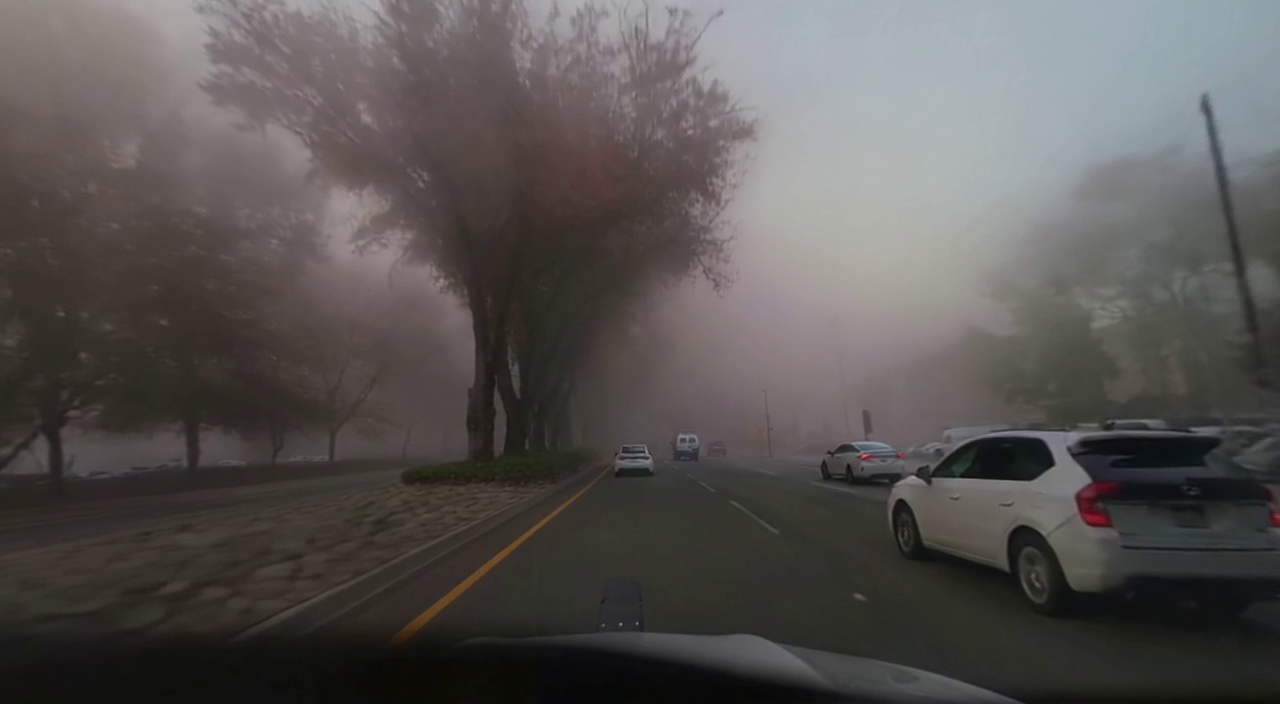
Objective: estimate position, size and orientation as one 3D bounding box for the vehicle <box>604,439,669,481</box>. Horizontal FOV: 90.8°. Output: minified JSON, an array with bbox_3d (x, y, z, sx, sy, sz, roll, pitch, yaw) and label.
[{"bbox_3d":[-0.177,4.163,24.640,2.289,1.471,4.477,0,-8,-1],"label":"vehicle"}]

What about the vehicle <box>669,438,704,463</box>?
[{"bbox_3d":[3.396,7.352,47.291,2.188,1.760,4.297,0,-8,-1],"label":"vehicle"}]

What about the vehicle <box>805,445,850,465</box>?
[{"bbox_3d":[14.597,8.027,49.458,2.040,1.456,4.673,0,-8,-1],"label":"vehicle"}]

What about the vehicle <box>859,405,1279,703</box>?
[{"bbox_3d":[3.692,1.317,5.280,2.094,1.480,4.323,0,-8,-1],"label":"vehicle"}]
